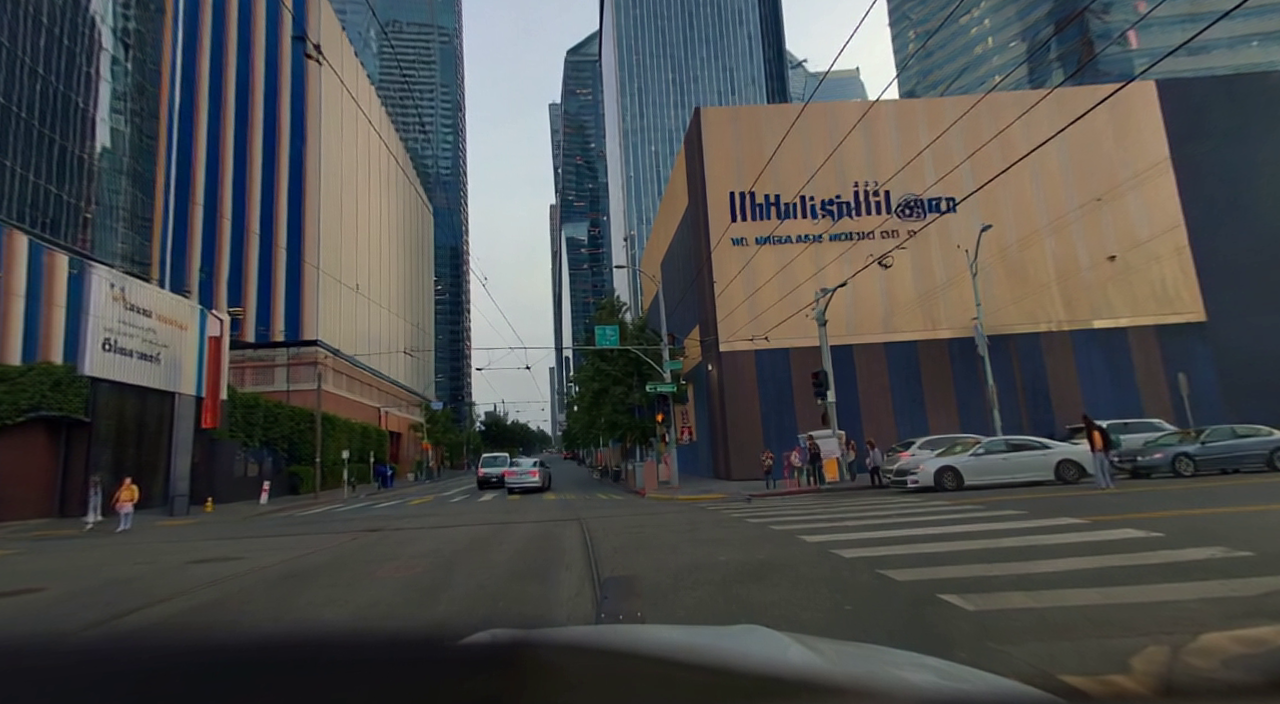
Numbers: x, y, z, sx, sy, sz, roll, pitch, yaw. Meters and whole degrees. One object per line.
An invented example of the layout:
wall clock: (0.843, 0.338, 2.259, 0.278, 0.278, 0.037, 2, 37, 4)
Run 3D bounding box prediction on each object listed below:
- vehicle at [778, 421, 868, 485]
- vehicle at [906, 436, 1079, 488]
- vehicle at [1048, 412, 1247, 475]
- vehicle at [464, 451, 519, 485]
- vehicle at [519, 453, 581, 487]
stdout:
vehicle: (7.536, 4.154, 26.566, 2.316, 2.425, 4.466, 1, -7, -2)
vehicle: (11.361, 3.542, 20.512, 4.697, 1.510, 1.596, 0, -9, -5)
vehicle: (16.727, 3.046, 21.023, 4.944, 1.946, 1.952, 0, -8, -3)
vehicle: (-8.409, 6.590, 36.200, 2.121, 1.792, 4.510, 0, -8, -1)
vehicle: (-4.416, 5.841, 31.670, 1.797, 1.490, 4.549, -1, -9, 9)
